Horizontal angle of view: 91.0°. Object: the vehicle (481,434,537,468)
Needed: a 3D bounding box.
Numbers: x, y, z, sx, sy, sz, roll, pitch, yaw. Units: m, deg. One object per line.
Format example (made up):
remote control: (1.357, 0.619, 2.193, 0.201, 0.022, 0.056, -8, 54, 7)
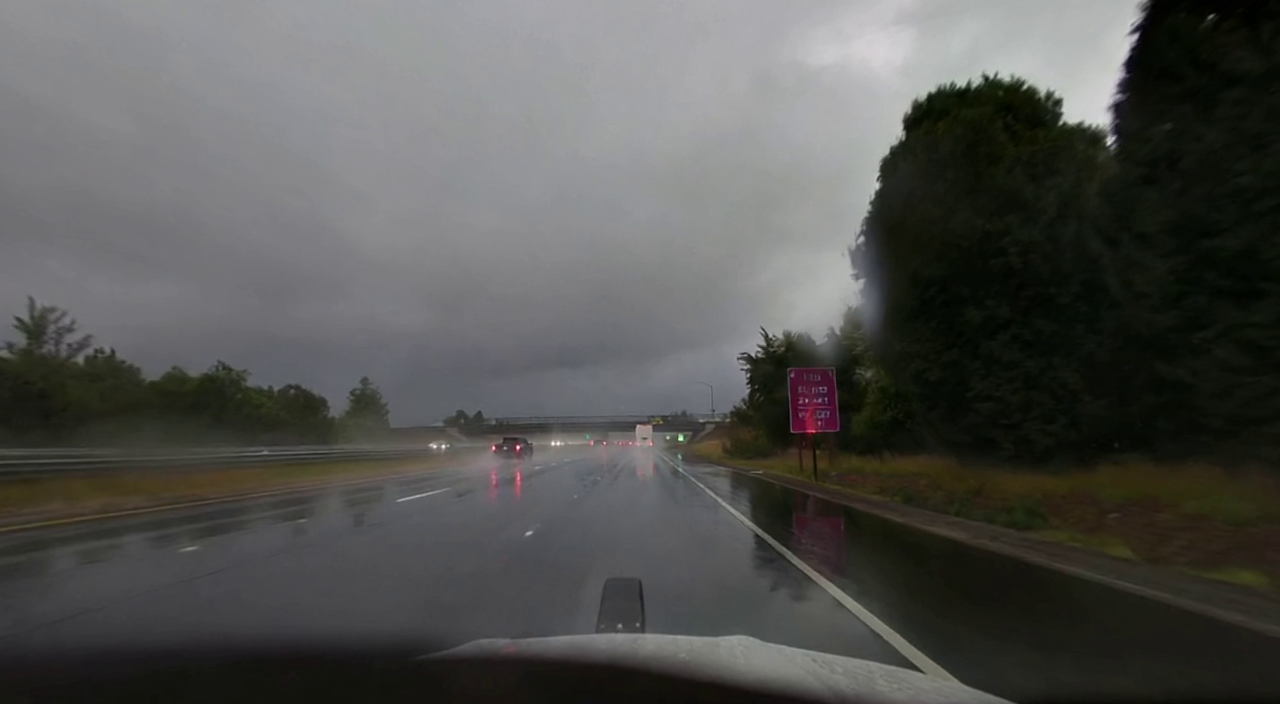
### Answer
vehicle: (-7.121, 5.414, 34.712, 2.070, 1.738, 4.733, 0, -8, 0)
